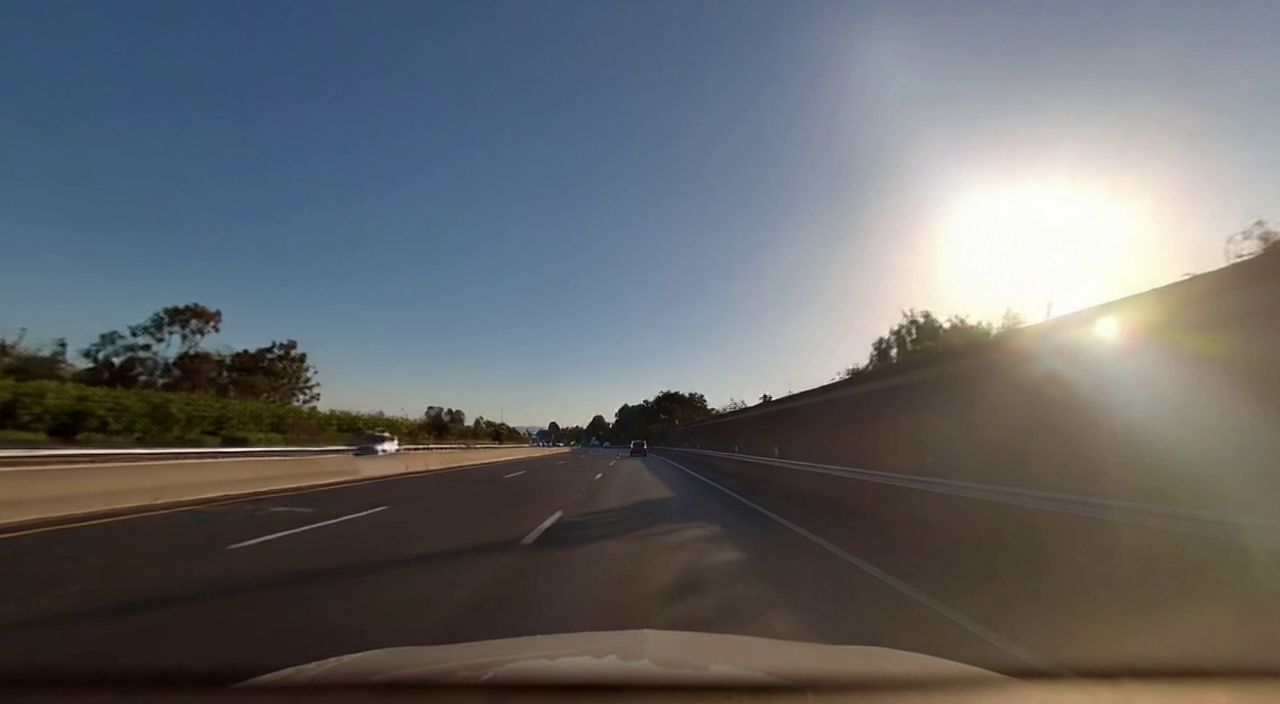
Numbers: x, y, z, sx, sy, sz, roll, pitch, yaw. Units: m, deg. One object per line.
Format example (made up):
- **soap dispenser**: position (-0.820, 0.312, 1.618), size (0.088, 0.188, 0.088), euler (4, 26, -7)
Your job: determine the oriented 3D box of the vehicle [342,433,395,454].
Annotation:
- **vehicle**: position (-21.156, 7.146, 49.271), size (1.994, 1.536, 4.786), euler (0, -8, 0)
